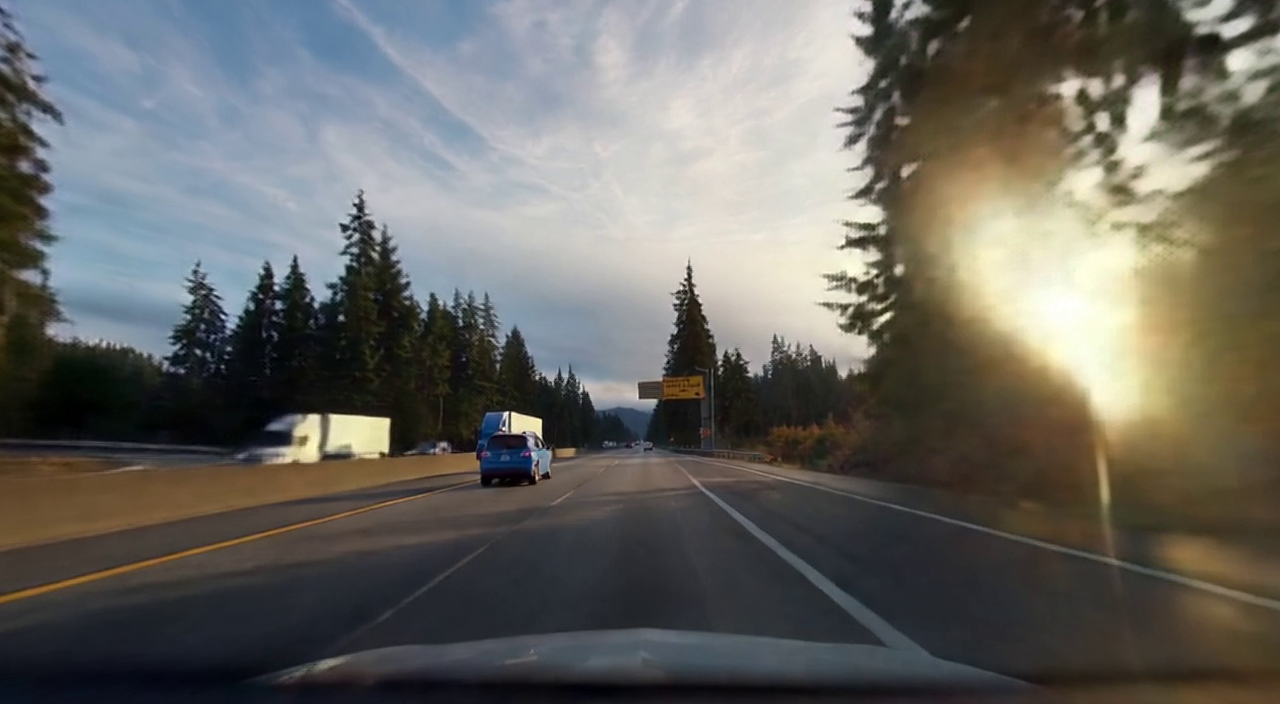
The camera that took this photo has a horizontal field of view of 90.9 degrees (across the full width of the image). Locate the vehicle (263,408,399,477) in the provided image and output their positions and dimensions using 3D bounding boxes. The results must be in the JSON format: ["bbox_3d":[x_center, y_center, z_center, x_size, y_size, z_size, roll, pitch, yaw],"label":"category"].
[{"bbox_3d":[-16.813,5.071,35.322,2.774,3.321,8.975,0,-8,2],"label":"vehicle"}]

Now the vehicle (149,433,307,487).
[{"bbox_3d":[-16.876,4.433,26.432,2.365,1.955,6.279,0,-8,0],"label":"vehicle"}]

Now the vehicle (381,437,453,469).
[{"bbox_3d":[-13.177,5.994,37.743,2.206,1.752,5.690,0,-8,1],"label":"vehicle"}]

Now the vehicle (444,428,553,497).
[{"bbox_3d":[-3.912,3.139,18.319,2.084,1.752,4.479,0,-8,1],"label":"vehicle"}]
